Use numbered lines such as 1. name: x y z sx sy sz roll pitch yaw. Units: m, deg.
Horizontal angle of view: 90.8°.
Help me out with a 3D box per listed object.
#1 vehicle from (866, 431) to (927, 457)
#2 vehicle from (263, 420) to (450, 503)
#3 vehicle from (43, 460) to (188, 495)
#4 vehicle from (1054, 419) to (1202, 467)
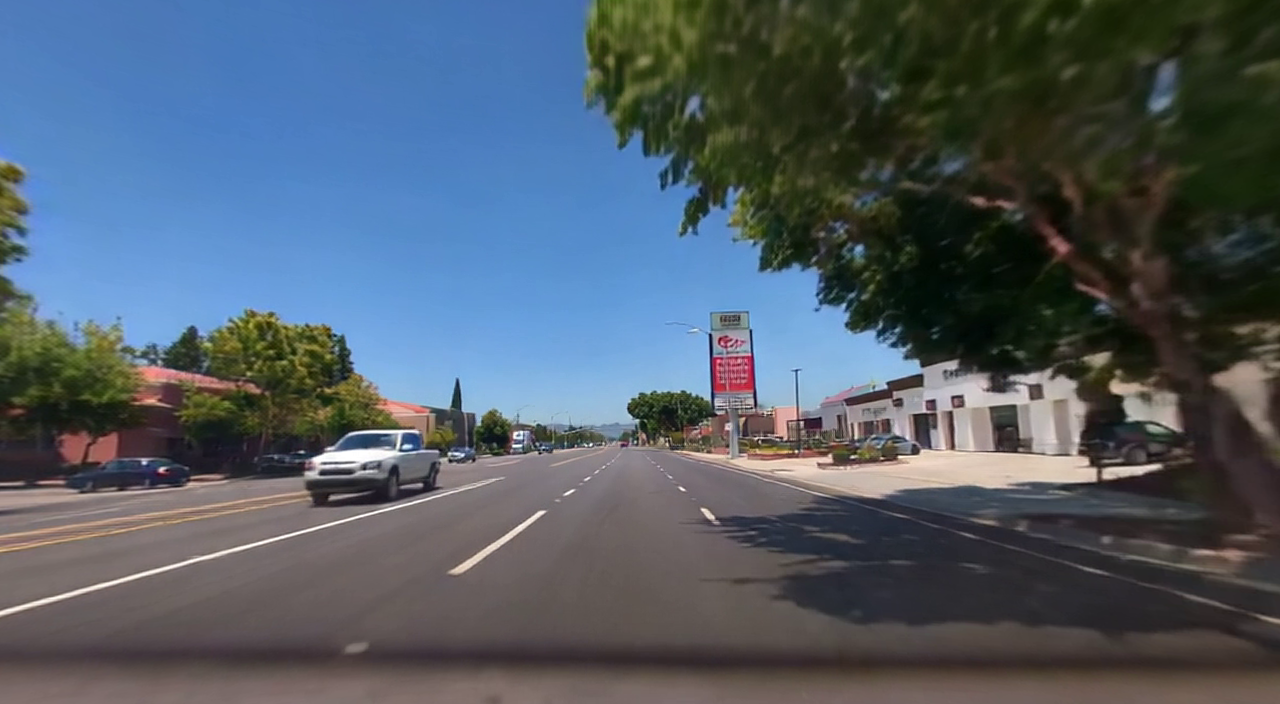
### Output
1. vehicle: 16.905 6.078 41.541 4.277 1.605 1.920 7 -11 -41
2. vehicle: -7.457 2.982 17.678 2.452 1.905 6.188 0 -8 -1
3. vehicle: -23.037 5.505 27.888 4.578 1.448 1.904 0 -8 -2
4. vehicle: 16.801 3.132 21.760 4.647 1.514 1.891 4 -9 -23
